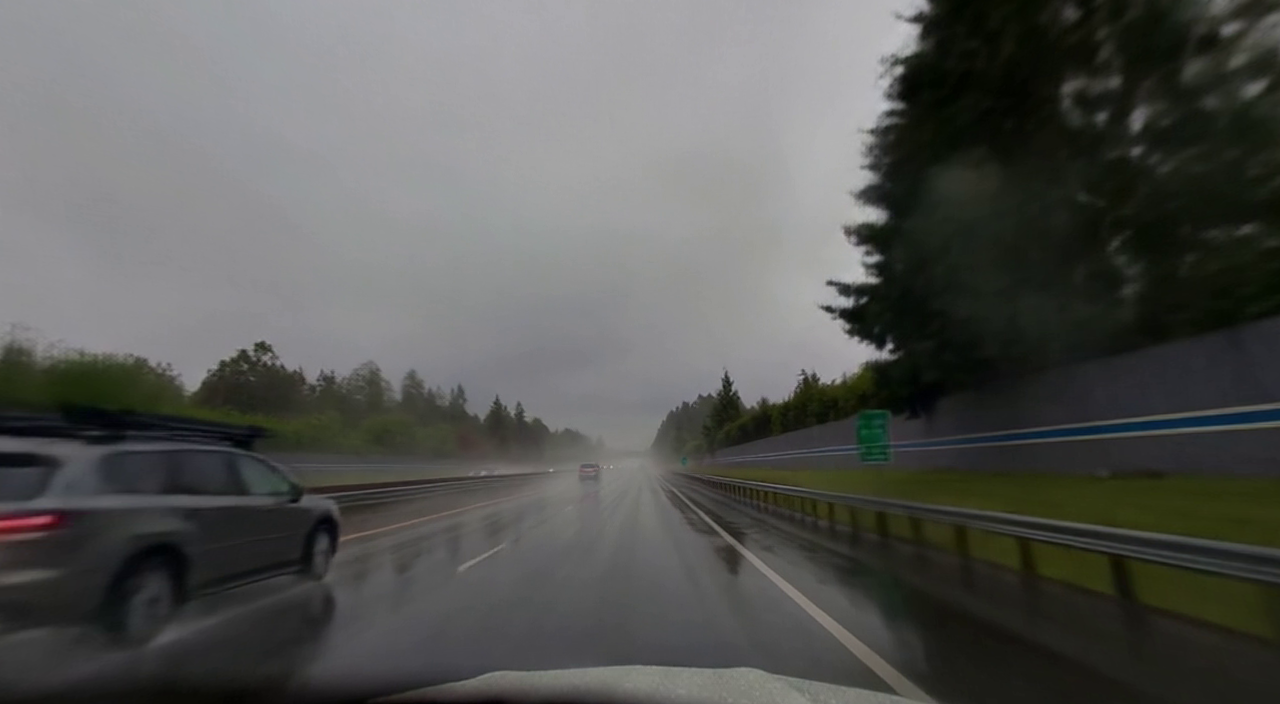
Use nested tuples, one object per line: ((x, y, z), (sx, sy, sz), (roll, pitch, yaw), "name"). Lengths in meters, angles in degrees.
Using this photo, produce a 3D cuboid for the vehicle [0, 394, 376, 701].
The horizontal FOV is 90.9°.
((-4.355, 1.447, 5.663), (2.022, 1.650, 4.331), (1, -11, 0), "vehicle")
